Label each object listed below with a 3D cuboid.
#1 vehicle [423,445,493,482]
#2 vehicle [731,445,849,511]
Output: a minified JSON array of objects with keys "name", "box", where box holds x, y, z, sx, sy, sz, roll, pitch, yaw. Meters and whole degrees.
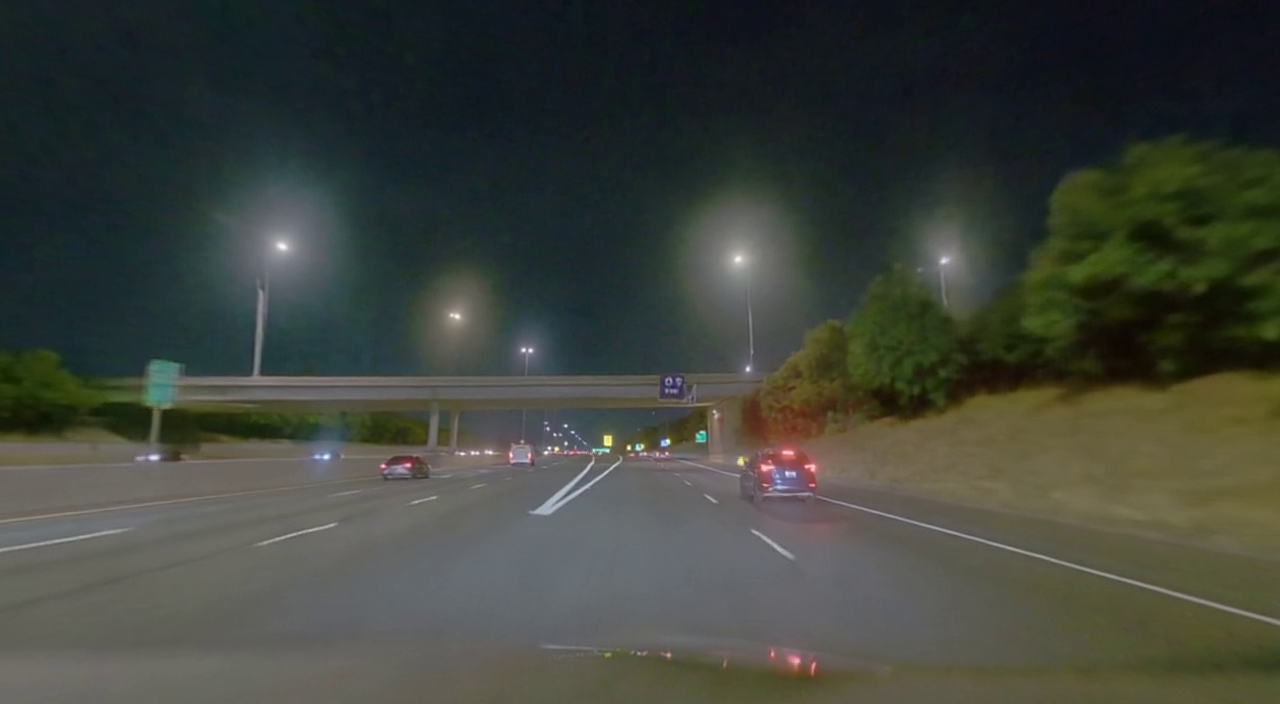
[{"name":"vehicle","box":[-8.417,5.178,29.585,2.072,1.545,4.687,1,-9,-3]},{"name":"vehicle","box":[3.860,3.314,17.073,2.079,1.535,4.316,0,-9,-1]}]
